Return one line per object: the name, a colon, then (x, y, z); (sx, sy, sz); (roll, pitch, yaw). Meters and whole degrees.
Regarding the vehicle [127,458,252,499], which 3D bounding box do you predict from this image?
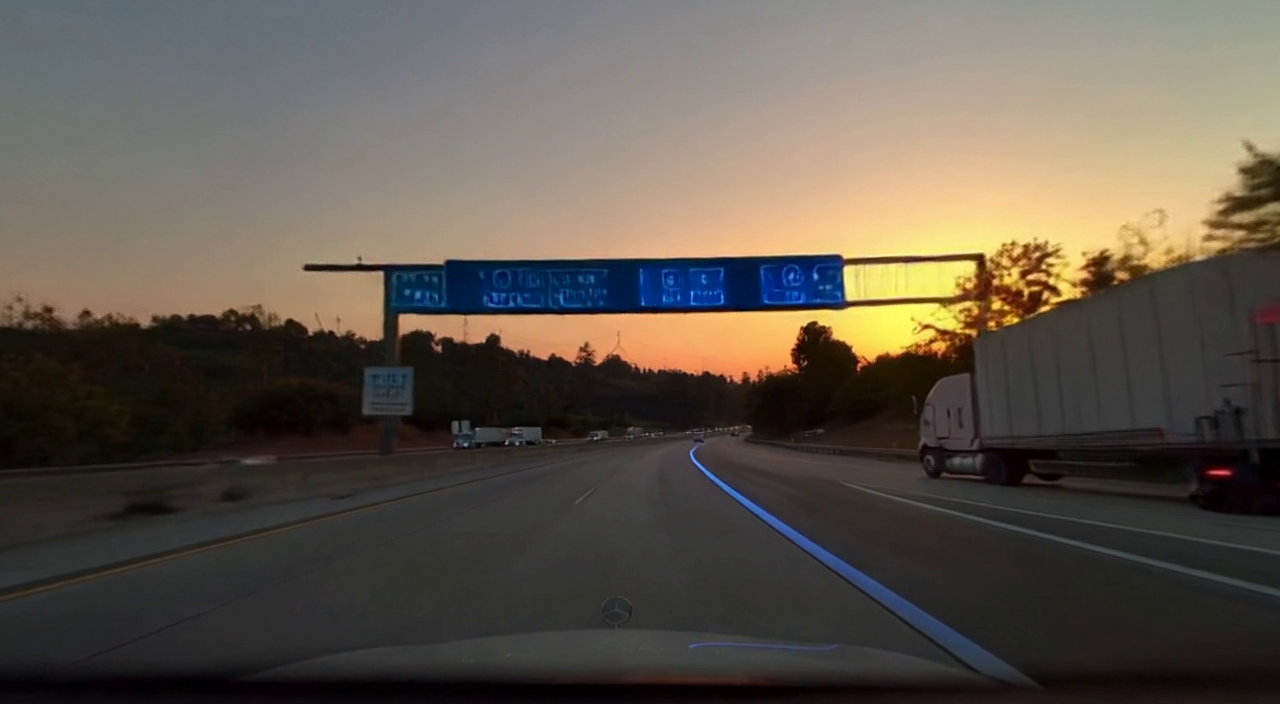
vehicle: (-15.787, 4.428, 22.318); (1.651, 1.224, 3.682); (-1, -8, 1)
